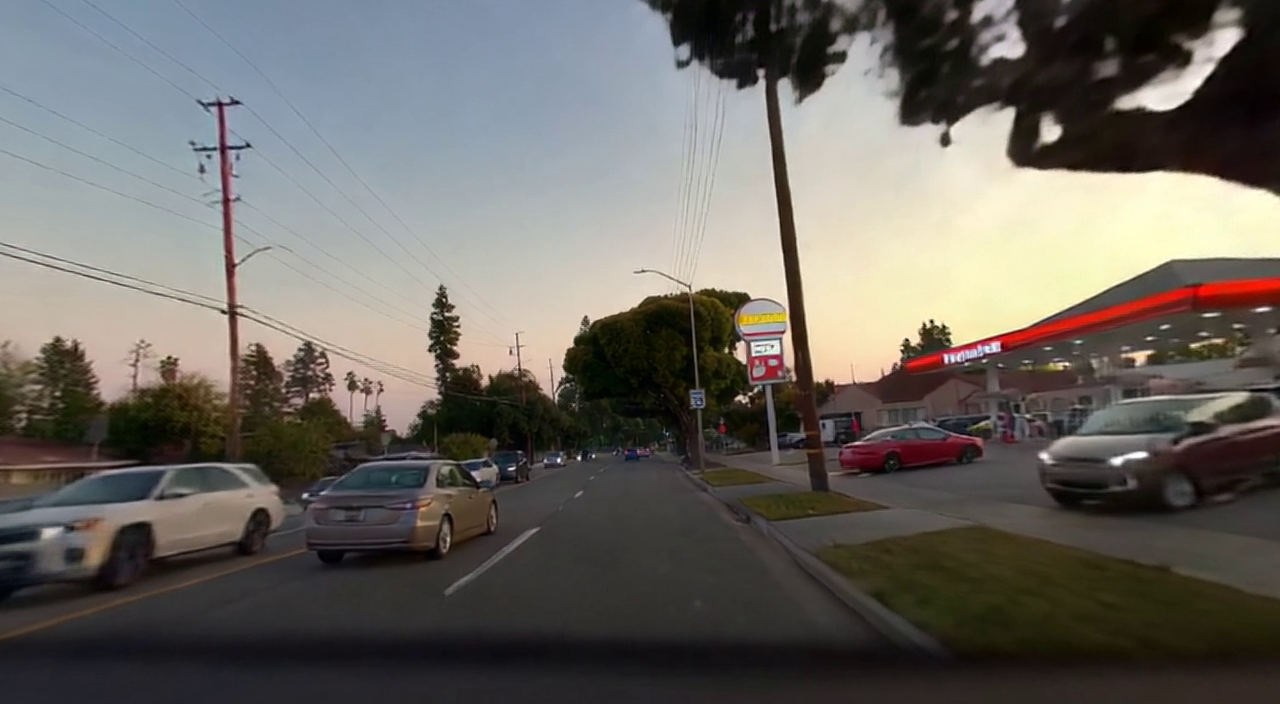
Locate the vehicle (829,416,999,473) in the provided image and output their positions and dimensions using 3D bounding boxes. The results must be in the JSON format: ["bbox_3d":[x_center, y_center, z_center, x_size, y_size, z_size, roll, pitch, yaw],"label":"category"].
[{"bbox_3d":[8.221,2.769,18.913,4.713,1.518,2.035,4,-10,-27],"label":"vehicle"}]

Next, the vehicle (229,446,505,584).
[{"bbox_3d":[-3.413,2.097,9.045,1.943,1.455,4.414,-1,-9,1],"label":"vehicle"}]

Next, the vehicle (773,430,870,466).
[{"bbox_3d":[8.000,4.217,27.750,4.000,1.440,1.746,5,-10,-30],"label":"vehicle"}]

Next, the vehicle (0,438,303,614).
[{"bbox_3d":[-6.959,2.158,8.847,2.000,1.791,4.465,0,-9,0],"label":"vehicle"}]

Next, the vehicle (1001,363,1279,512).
[{"bbox_3d":[7.478,1.235,9.040,4.344,1.674,1.912,5,-10,-29],"label":"vehicle"}]
